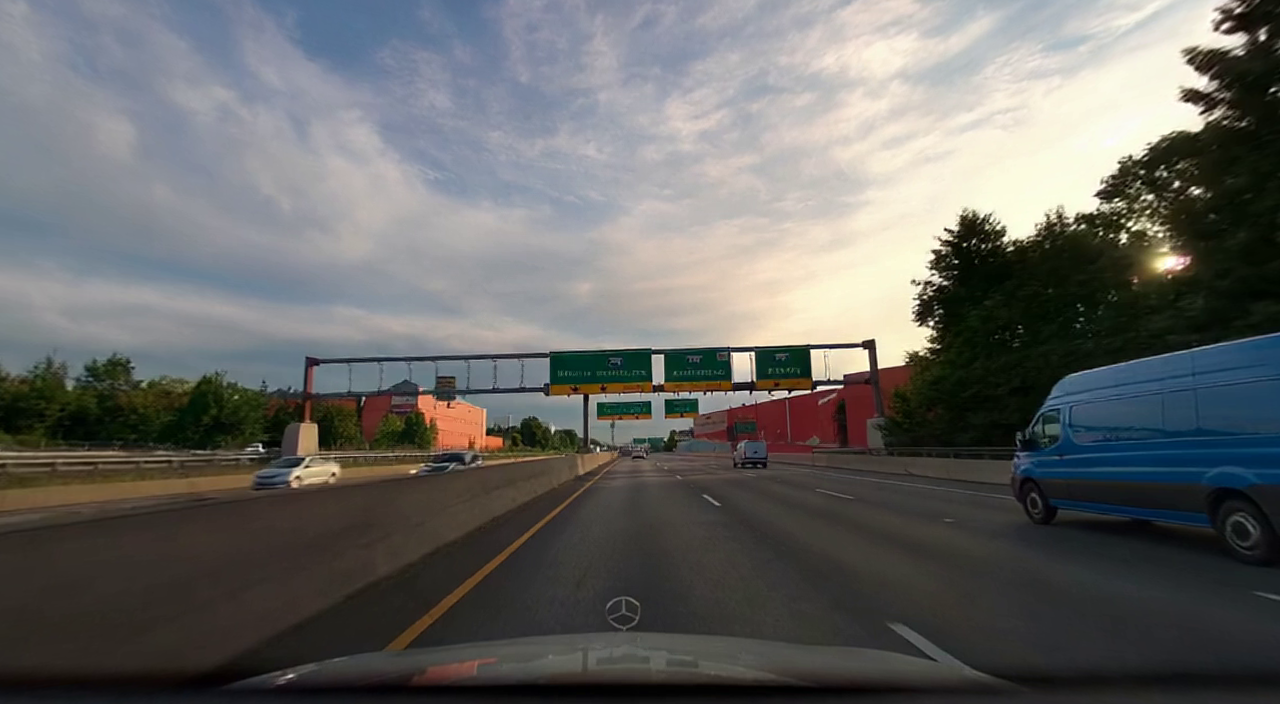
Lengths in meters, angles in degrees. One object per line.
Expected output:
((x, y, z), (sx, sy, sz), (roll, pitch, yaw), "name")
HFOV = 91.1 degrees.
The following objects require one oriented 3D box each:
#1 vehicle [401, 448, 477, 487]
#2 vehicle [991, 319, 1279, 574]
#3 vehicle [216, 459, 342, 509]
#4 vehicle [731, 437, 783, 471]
((-8.569, 4.932, 27.157), (1.932, 1.518, 4.068), (0, -9, 0), "vehicle")
((7.791, 1.301, 8.607), (2.283, 2.631, 6.053), (0, -9, -1), "vehicle")
((-12.090, 4.415, 21.417), (1.821, 1.433, 4.166), (0, -9, -1), "vehicle")
((7.128, 6.275, 38.831), (2.156, 1.943, 5.010), (0, -9, -1), "vehicle")
